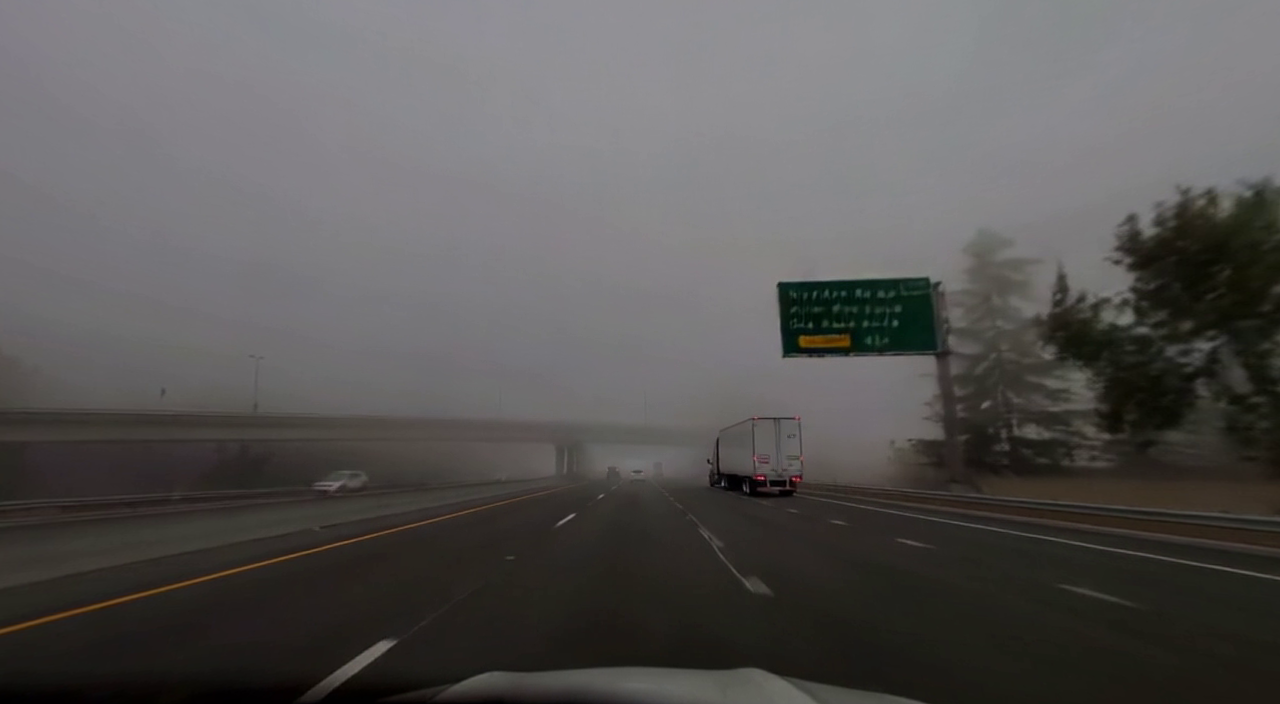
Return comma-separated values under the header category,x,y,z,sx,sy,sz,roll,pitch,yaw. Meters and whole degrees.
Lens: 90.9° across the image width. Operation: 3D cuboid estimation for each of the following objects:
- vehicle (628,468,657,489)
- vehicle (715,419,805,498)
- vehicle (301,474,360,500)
category,x,y,z,sx,sy,sz,roll,pitch,yaw
vehicle,0.153,9.283,46.306,2.029,1.459,3.684,1,-10,-1
vehicle,7.075,6.845,39.942,2.926,4.073,13.836,1,-10,0
vehicle,-18.676,8.116,38.152,1.734,1.433,3.465,1,-10,0
